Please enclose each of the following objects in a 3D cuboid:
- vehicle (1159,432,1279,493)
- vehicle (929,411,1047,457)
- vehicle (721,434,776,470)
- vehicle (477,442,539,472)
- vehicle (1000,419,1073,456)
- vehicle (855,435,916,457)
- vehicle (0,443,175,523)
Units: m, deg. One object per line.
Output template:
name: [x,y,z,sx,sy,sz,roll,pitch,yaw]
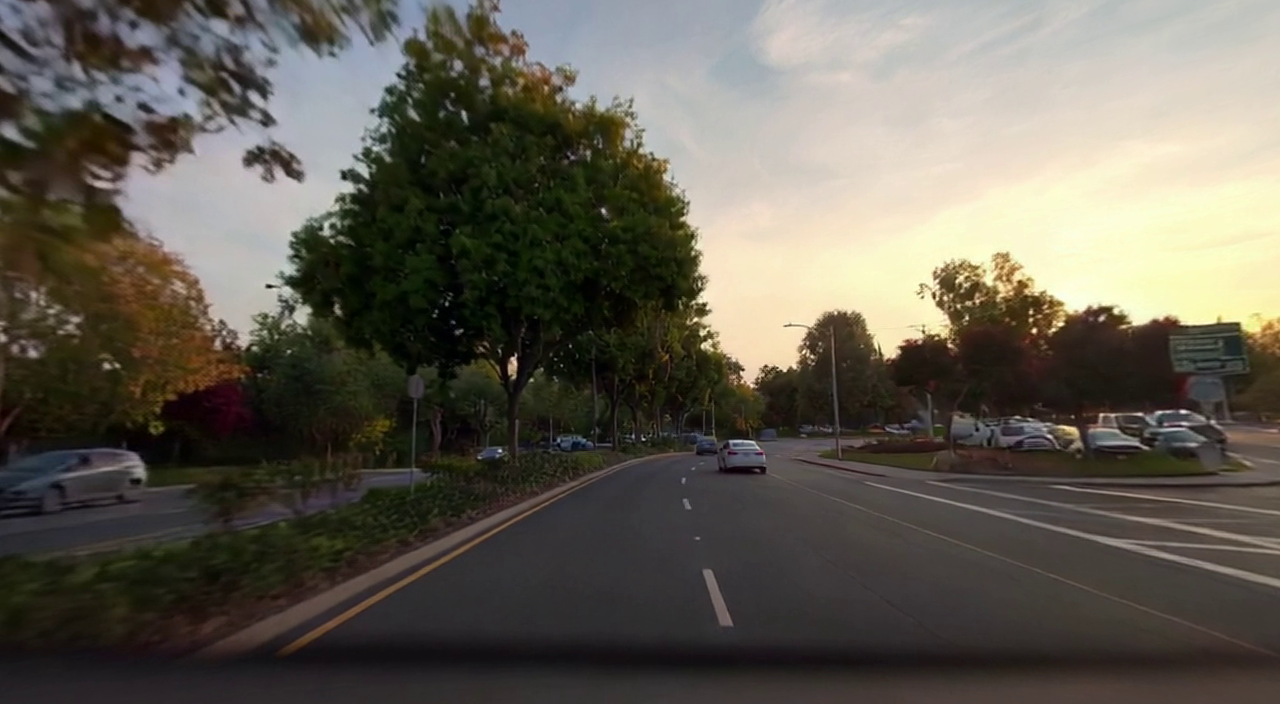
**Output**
vehicle: [17.572,3.033,17.500,4.512,1.561,1.846,-7,-10,28]
vehicle: [22.141,5.300,40.487,6.303,2.740,2.215,-5,-9,28]
vehicle: [4.775,4.494,28.539,2.132,1.497,4.827,-1,-8,6]
vehicle: [-7.023,5.626,34.114,1.961,1.468,4.396,-1,-8,7]
vehicle: [21.847,4.764,35.037,2.406,1.847,5.320,-4,-9,22]
vehicle: [16.786,6.444,43.217,3.655,1.464,1.759,-5,-10,28]
vehicle: [-14.316,3.212,16.013,1.778,1.647,4.072,-4,-8,5]
